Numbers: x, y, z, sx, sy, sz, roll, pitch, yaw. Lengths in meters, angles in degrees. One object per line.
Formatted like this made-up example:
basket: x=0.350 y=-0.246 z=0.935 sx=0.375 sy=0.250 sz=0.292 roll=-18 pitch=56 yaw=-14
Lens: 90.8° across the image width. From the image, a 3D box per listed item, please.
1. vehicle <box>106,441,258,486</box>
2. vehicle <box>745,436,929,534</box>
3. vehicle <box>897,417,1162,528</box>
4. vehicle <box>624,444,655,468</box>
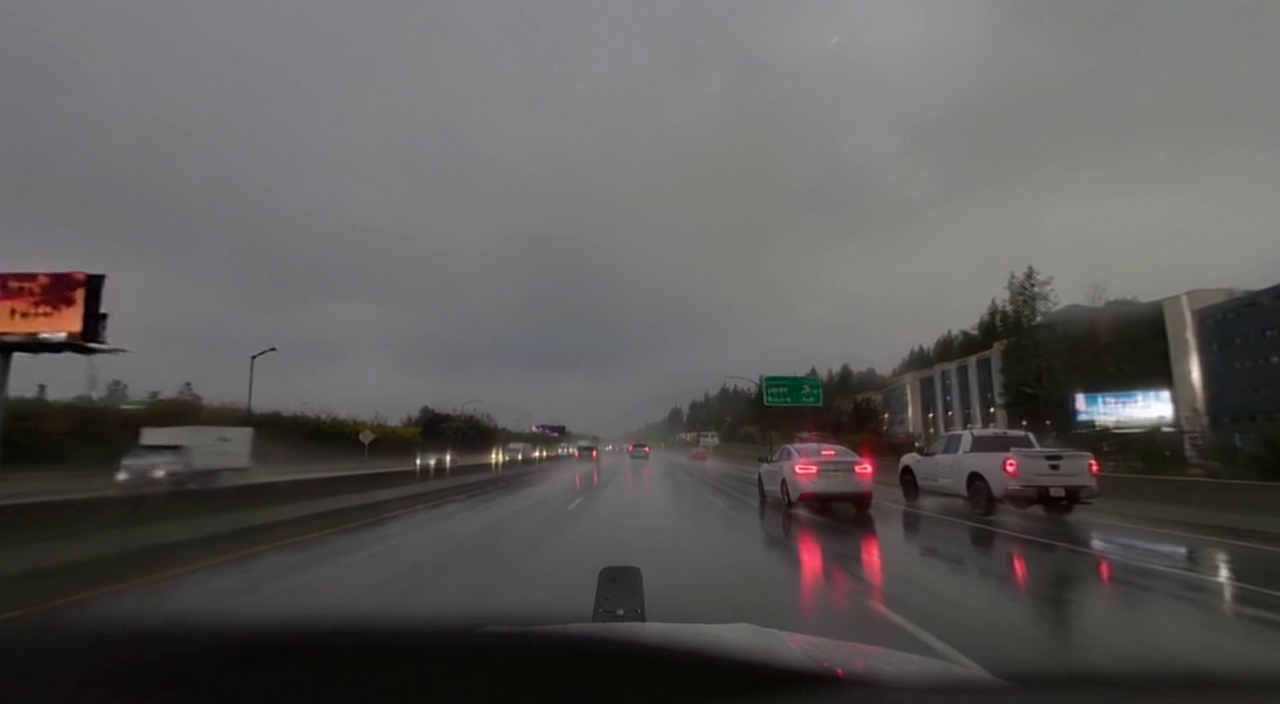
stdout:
vehicle: x=-25.635 y=6.256 z=36.006 sx=2.922 sy=2.226 sz=7.704 roll=0 pitch=-9 yaw=0
vehicle: x=3.449 y=2.426 z=12.140 sx=1.987 sy=1.509 sz=4.512 roll=0 pitch=-9 yaw=-1
vehicle: x=7.398 y=2.348 z=12.837 sx=2.176 sy=1.793 sz=4.841 roll=0 pitch=-9 yaw=-1
vehicle: x=-0.069 y=7.774 z=47.367 sx=2.191 sy=1.685 sz=4.015 roll=0 pitch=-9 yaw=-1
